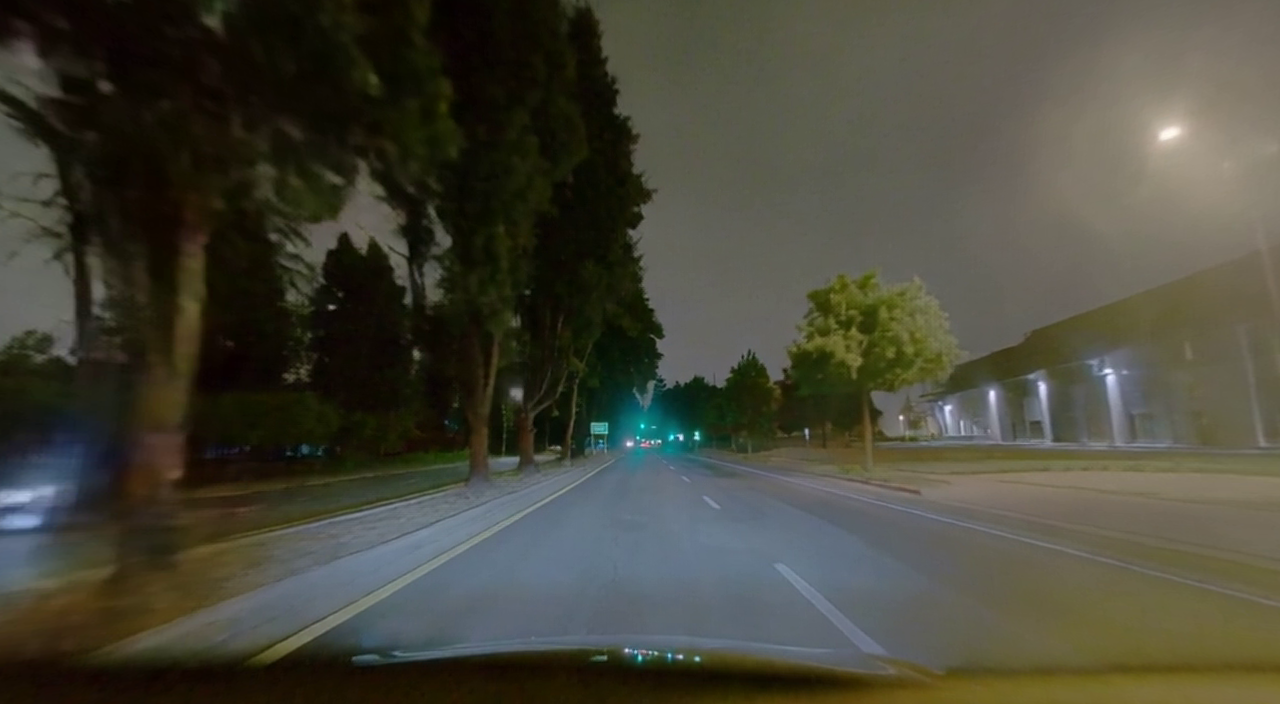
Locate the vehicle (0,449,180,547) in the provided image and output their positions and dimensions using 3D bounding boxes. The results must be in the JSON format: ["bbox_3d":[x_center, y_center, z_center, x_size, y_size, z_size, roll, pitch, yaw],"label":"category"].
[{"bbox_3d":[-10.802,2.500,11.288,1.825,1.473,4.357,0,-8,1],"label":"vehicle"}]
